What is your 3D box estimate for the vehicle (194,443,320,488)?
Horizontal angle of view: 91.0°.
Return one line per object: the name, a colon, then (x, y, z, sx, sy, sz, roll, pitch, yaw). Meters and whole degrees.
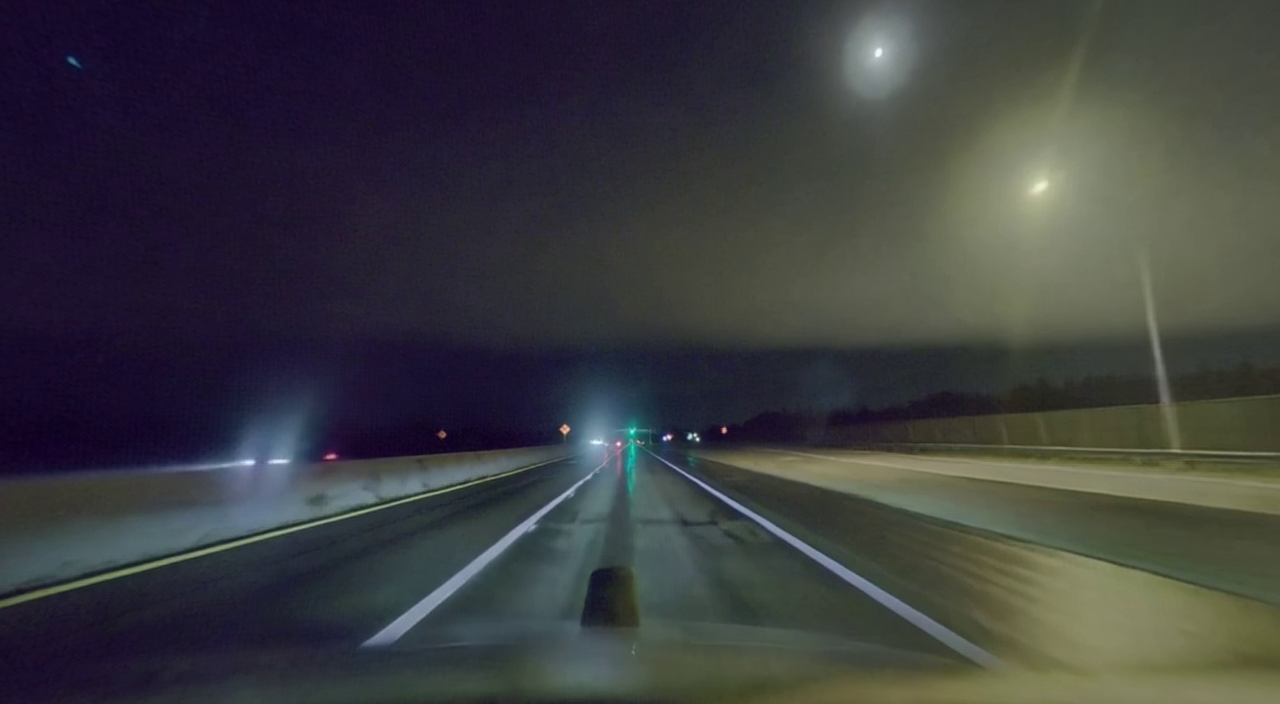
vehicle: (-16.122, 4.744, 26.907, 2.164, 1.690, 5.078, -1, -8, 0)
